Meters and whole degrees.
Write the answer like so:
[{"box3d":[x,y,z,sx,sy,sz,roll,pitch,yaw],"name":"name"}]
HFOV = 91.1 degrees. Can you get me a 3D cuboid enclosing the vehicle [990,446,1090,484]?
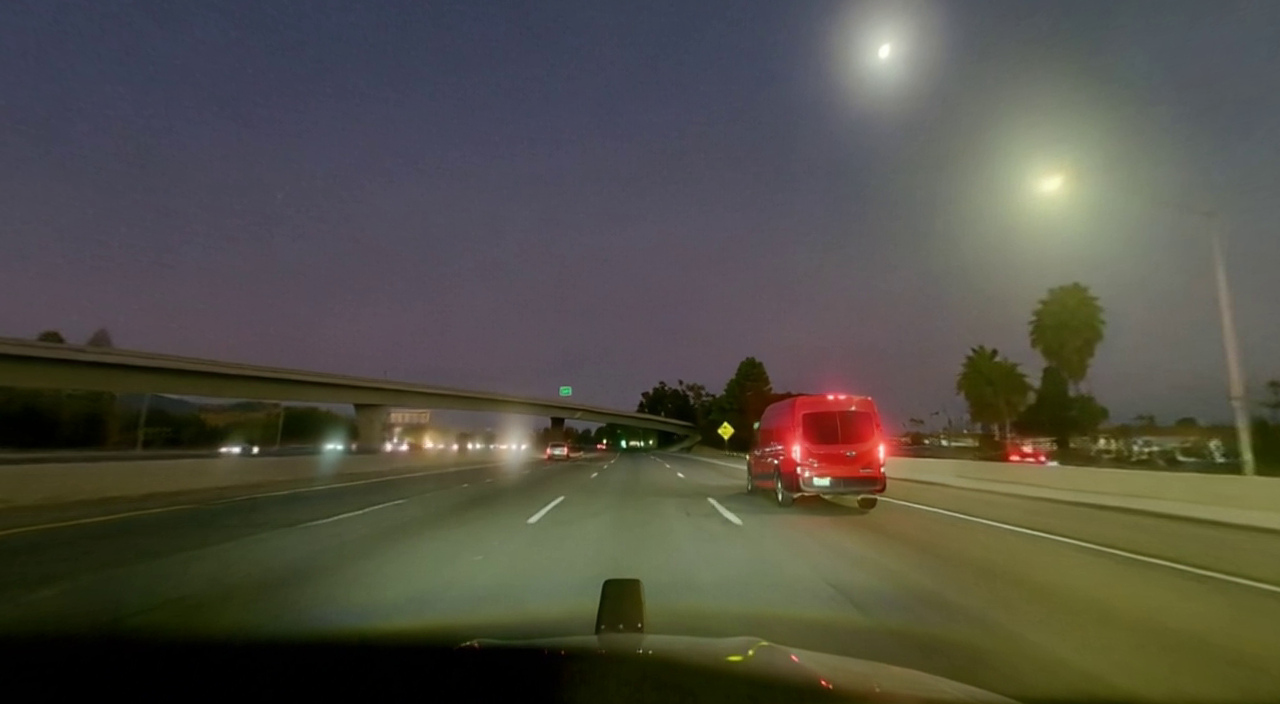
[{"box3d":[20.266,5.709,32.089,2.294,1.737,4.708,-1,-8,5],"name":"vehicle"}]
